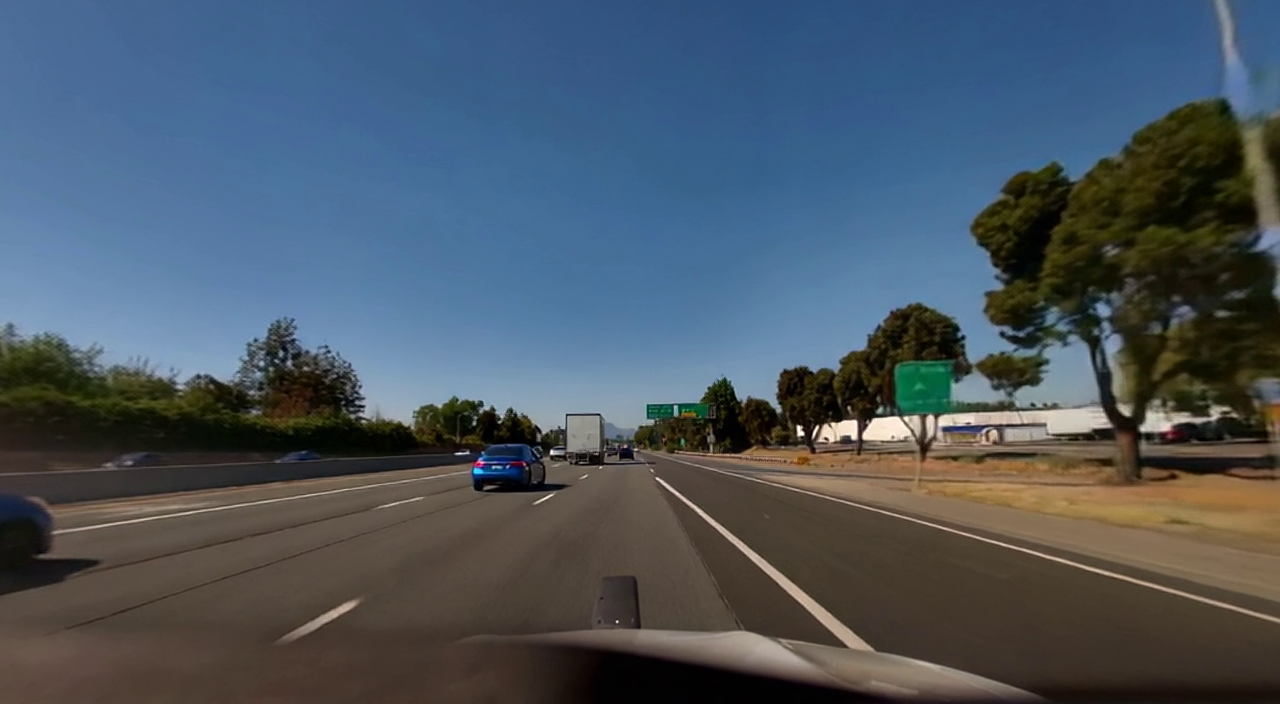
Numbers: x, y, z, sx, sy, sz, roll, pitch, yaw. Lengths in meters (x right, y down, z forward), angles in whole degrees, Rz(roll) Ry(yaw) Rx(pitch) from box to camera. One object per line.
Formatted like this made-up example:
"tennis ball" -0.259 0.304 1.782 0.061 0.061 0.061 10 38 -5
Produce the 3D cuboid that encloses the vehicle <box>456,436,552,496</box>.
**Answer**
"vehicle" -4.095 3.504 19.768 2.033 1.669 4.112 0 -9 0
